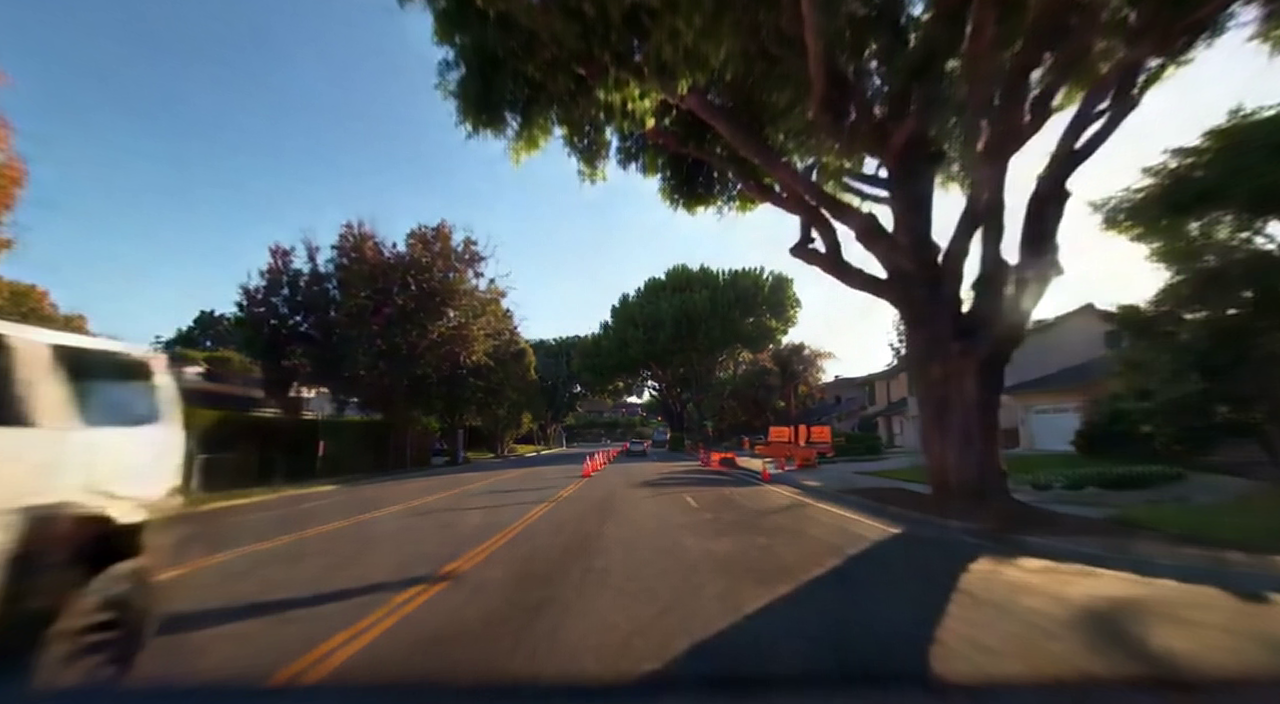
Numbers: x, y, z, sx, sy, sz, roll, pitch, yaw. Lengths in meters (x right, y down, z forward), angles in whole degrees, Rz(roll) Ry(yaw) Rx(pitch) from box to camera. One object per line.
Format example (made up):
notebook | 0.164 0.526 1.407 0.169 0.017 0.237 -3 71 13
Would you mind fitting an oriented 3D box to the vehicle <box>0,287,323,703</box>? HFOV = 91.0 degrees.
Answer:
vehicle | -3.521 0.605 0.986 2.742 1.962 6.409 0 -8 0
